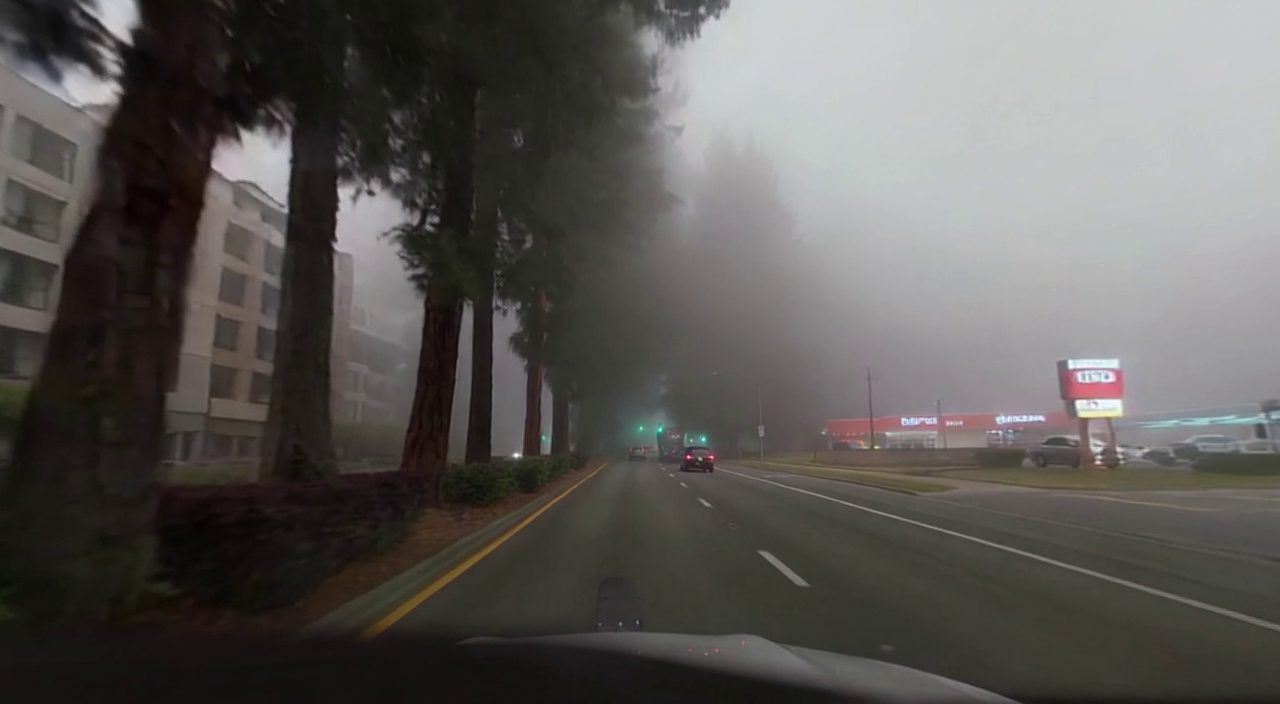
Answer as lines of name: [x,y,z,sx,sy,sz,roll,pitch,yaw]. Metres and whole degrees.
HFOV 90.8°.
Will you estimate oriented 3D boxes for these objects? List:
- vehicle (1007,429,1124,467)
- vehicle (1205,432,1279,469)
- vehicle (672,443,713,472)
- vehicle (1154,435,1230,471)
vehicle: [20.602,4.659,30.719,4.210,1.727,2.227,2,-7,-8]
vehicle: [34.019,5.513,35.558,2.181,1.901,4.222,-4,-9,28]
vehicle: [3.128,6.360,38.423,2.041,1.531,4.236,1,-8,-1]
vehicle: [31.711,5.773,36.428,2.269,1.862,4.495,-3,-9,28]
